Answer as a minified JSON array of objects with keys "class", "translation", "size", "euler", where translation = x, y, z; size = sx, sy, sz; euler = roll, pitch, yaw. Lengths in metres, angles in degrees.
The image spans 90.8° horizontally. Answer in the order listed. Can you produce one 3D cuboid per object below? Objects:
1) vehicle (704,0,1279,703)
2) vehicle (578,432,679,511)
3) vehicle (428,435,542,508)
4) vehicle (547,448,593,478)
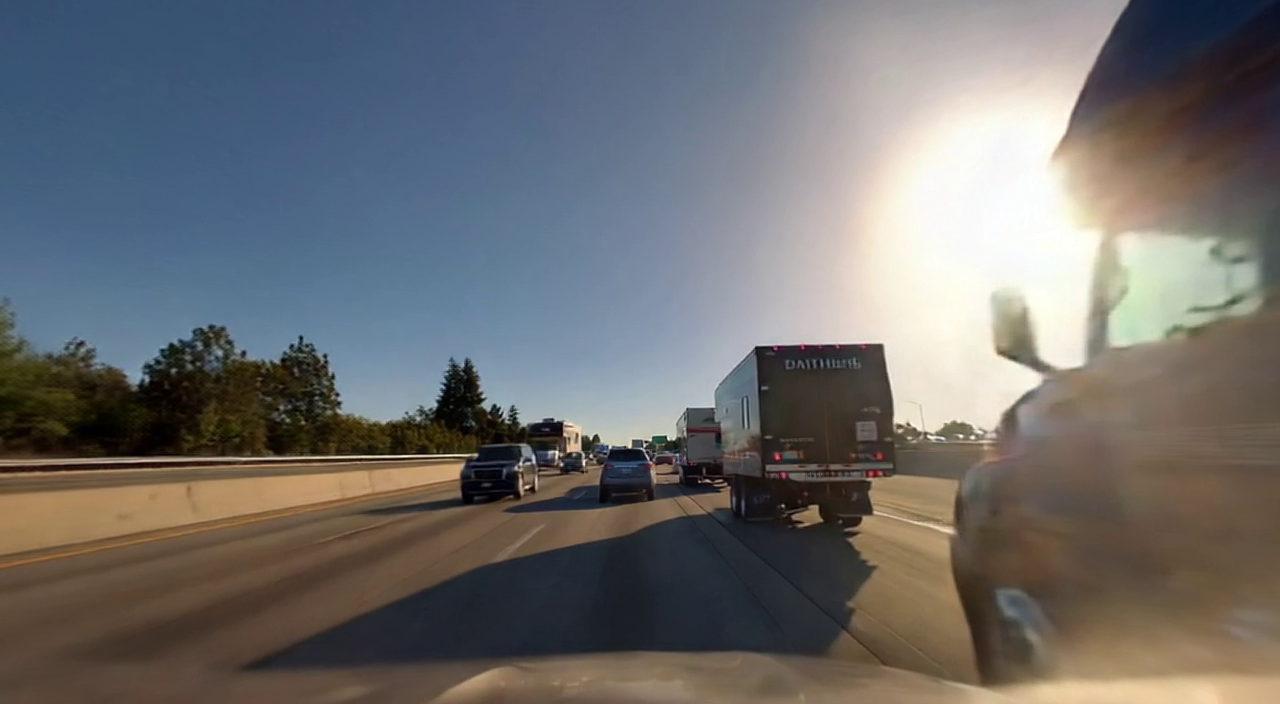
[{"class":"vehicle","translation":[2.932,0.167,5.935],"size":[2.934,4.123,15.785],"euler":[0,-9,0]},{"class":"vehicle","translation":[-0.275,2.938,15.923],"size":[2.201,1.719,4.058],"euler":[0,-9,-1]},{"class":"vehicle","translation":[-4.043,3.188,17.245],"size":[2.074,1.717,4.089],"euler":[0,-9,0]},{"class":"vehicle","translation":[-3.771,6.087,34.809],"size":[1.980,1.499,3.944],"euler":[0,-9,1]}]
